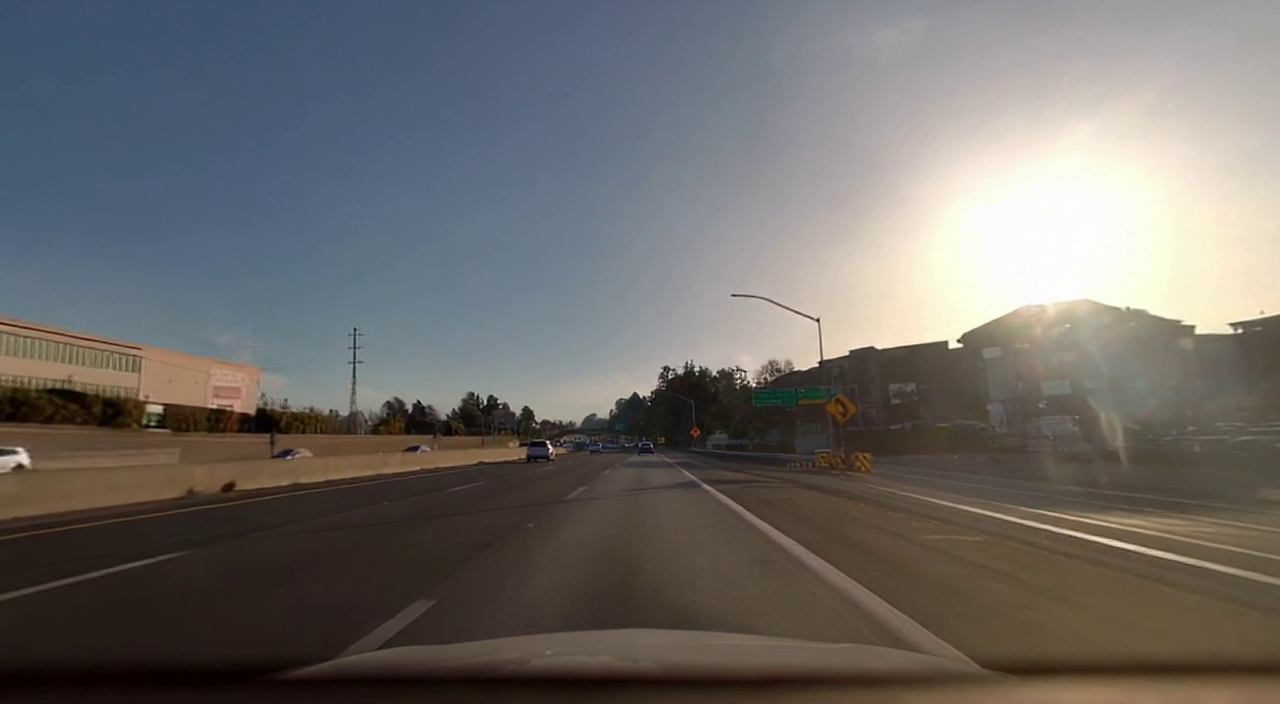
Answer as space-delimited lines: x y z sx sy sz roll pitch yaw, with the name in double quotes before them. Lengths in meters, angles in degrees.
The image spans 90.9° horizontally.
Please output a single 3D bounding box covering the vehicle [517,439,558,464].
"vehicle" -7.305 7.118 45.317 2.088 1.678 4.426 0 -8 1
